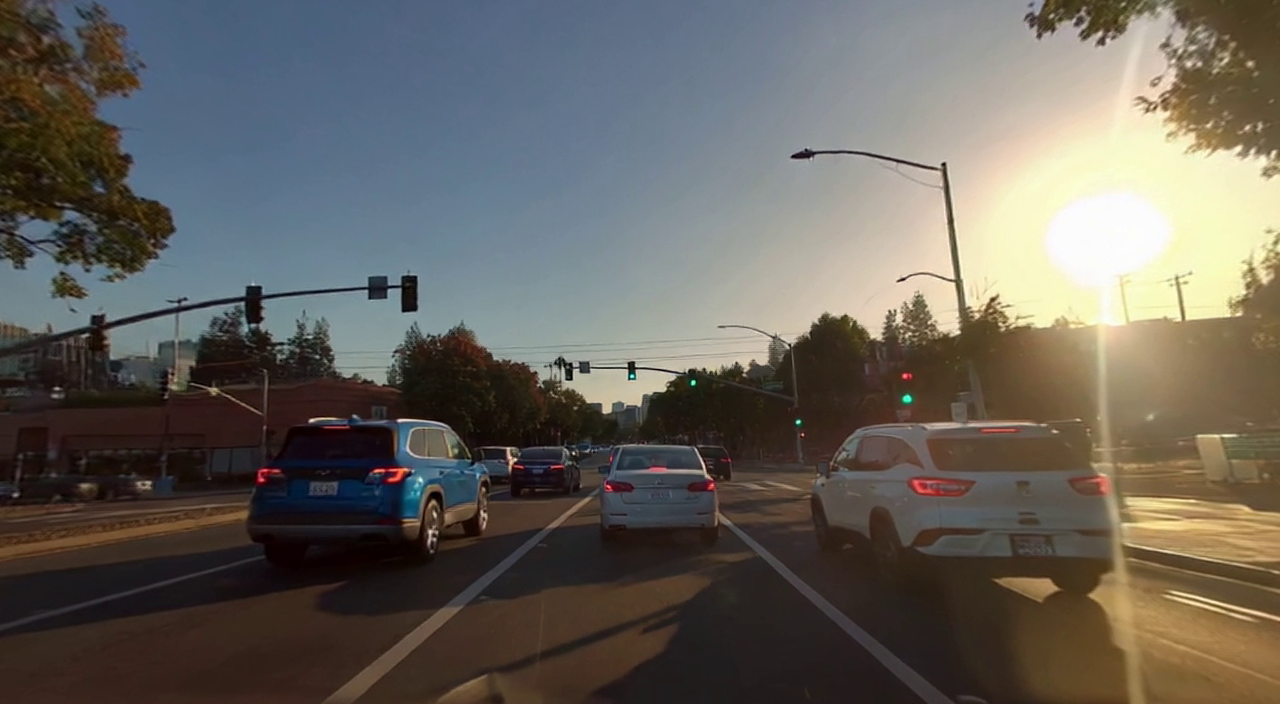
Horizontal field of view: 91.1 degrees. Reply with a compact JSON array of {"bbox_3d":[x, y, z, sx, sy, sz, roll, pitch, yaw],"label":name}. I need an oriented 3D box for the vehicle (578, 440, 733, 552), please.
[{"bbox_3d":[0.161,2.192,10.325,2.051,1.460,3.932,0,-8,-1],"label":"vehicle"}]

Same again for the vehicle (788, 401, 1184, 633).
[{"bbox_3d":[3.153,1.579,7.073,1.880,1.747,4.500,0,-8,0],"label":"vehicle"}]

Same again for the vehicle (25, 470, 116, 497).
[{"bbox_3d":[-39.679,9.146,43.780,4.659,1.763,1.857,-1,-8,6],"label":"vehicle"}]

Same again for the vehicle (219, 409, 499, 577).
[{"bbox_3d":[-3.479,1.812,8.872,1.889,1.767,4.289,0,-8,1],"label":"vehicle"}]

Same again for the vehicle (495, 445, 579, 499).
[{"bbox_3d":[-3.120,3.704,19.854,1.868,1.516,4.114,0,-8,1],"label":"vehicle"}]

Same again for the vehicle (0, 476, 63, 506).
[{"bbox_3d":[-34.678,7.548,34.280,4.401,1.464,1.980,0,-8,2],"label":"vehicle"}]
